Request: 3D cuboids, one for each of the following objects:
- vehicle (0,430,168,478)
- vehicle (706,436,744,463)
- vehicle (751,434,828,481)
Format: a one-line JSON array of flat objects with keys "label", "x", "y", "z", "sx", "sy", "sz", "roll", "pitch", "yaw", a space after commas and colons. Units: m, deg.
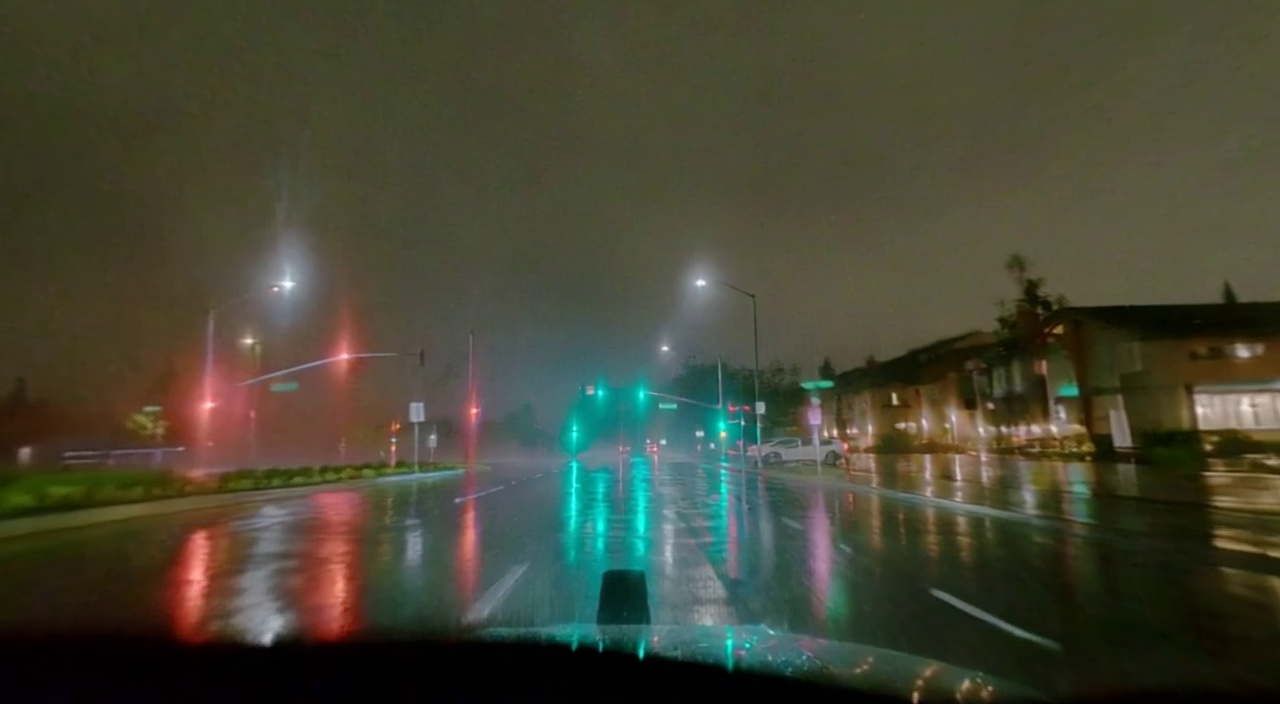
[{"label": "vehicle", "x": -42.041, "y": 7.633, "z": 47.513, "sx": 10.437, "sy": 3.440, "sz": 2.994, "roll": 0, "pitch": -7, "yaw": 1}, {"label": "vehicle", "x": 6.606, "y": 7.636, "z": 49.433, "sx": 2.293, "sy": 1.942, "sz": 5.004, "roll": 0, "pitch": -8, "yaw": 1}, {"label": "vehicle", "x": 6.167, "y": 4.400, "z": 26.591, "sx": 2.094, "sy": 1.766, "sz": 4.792, "roll": 0, "pitch": -8, "yaw": 0}]
